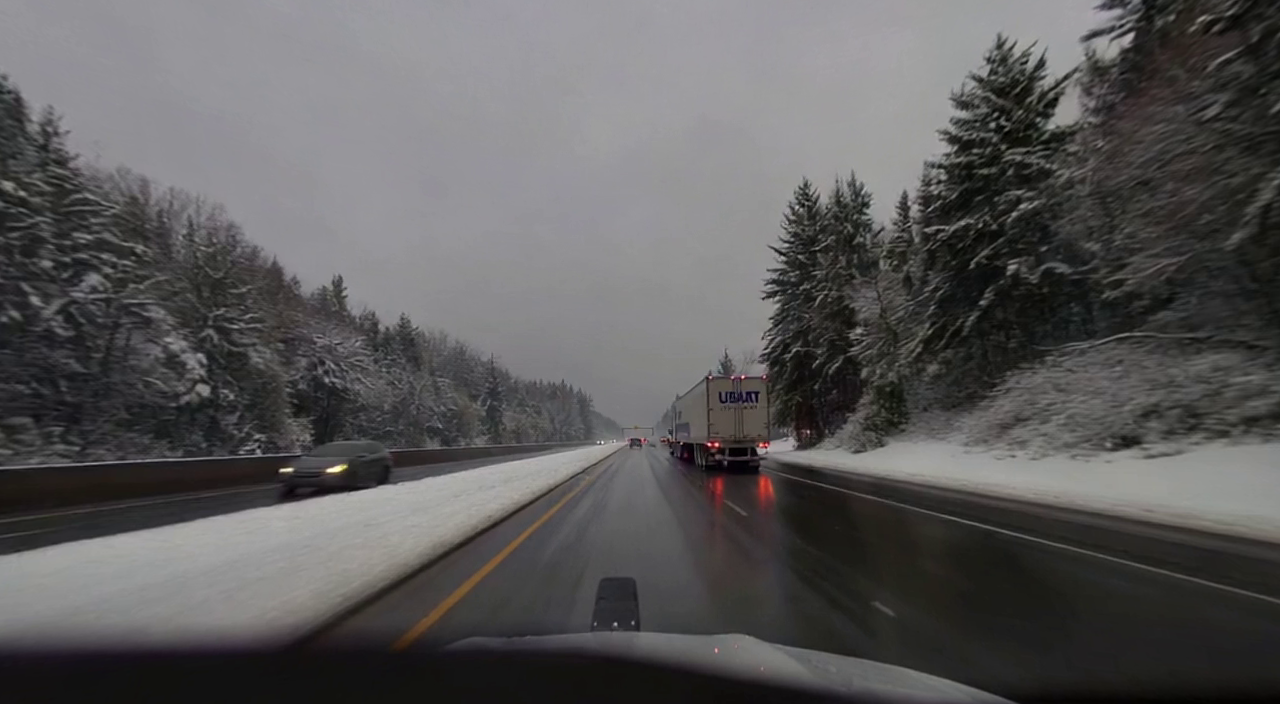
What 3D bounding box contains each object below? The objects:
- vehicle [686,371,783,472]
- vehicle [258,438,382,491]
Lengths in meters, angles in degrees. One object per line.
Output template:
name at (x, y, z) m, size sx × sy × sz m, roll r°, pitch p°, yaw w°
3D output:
vehicle at (3.927, 3.241, 28.365) m, size 3.006 × 3.850 × 8.310 m, roll -1°, pitch -8°, yaw 0°
vehicle at (-10.596, 3.722, 21.240) m, size 2.051 × 1.573 × 4.029 m, roll -1°, pitch -8°, yaw 0°
